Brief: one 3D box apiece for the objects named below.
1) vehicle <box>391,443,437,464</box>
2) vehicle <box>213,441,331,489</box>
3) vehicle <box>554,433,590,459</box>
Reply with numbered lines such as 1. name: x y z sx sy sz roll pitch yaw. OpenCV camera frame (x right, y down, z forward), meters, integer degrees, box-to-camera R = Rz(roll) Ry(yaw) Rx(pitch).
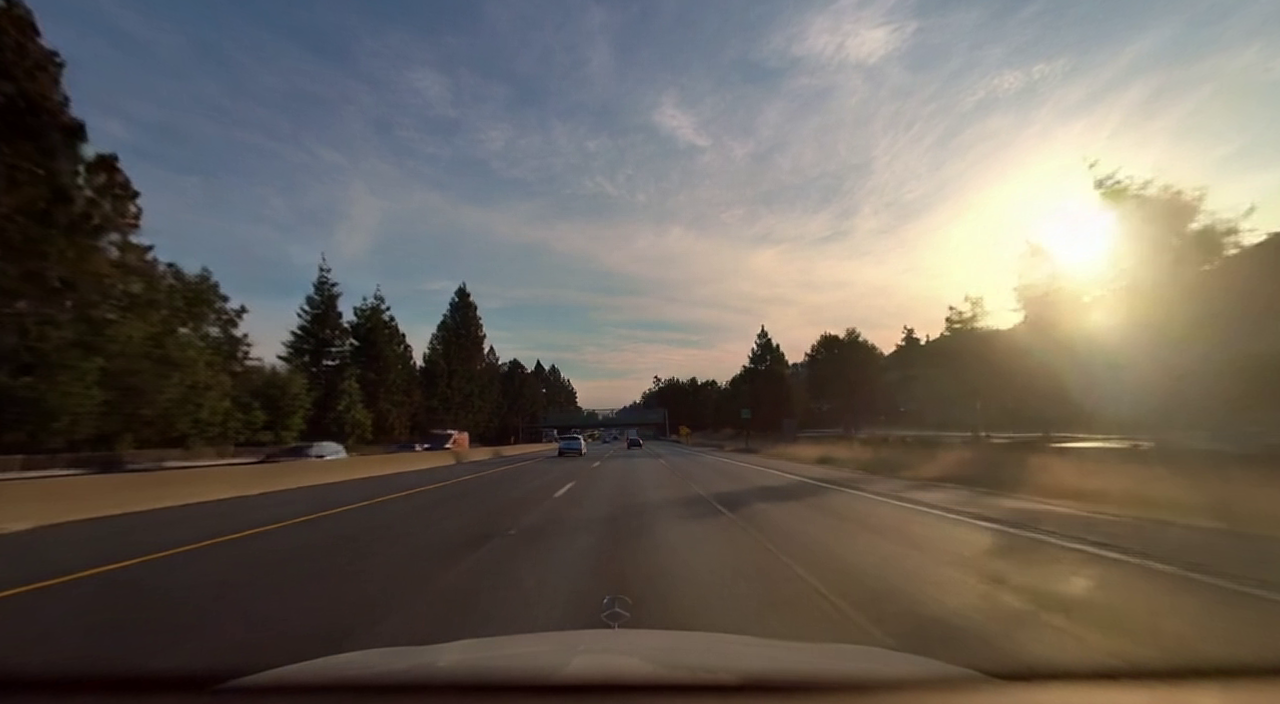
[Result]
1. vehicle: -16.763 7.524 47.006 1.800 1.475 4.489 0 -8 0
2. vehicle: -12.335 3.776 21.426 1.760 1.434 3.811 0 -8 -2
3. vehicle: -4.522 6.330 42.660 2.003 1.626 4.256 0 -8 0
